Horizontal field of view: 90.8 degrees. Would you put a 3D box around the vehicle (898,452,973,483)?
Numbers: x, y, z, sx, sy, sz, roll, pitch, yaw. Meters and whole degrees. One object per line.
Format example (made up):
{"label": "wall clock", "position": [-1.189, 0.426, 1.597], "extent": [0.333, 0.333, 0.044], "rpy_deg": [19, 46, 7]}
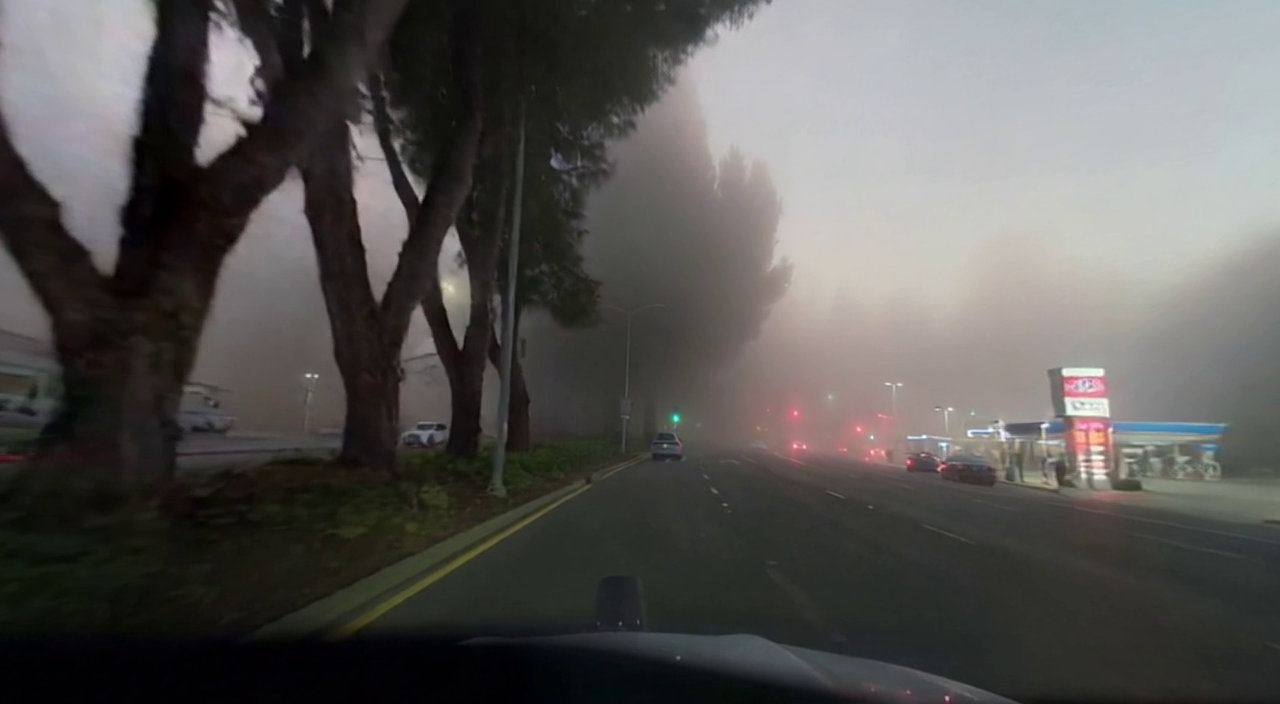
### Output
{"label": "vehicle", "position": [15.572, 6.066, 33.606], "extent": [2.099, 1.464, 4.615], "rpy_deg": [-1, -8, 5]}

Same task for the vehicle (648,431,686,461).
{"label": "vehicle", "position": [1.633, 5.557, 37.246], "extent": [2.055, 1.655, 4.204], "rpy_deg": [0, -8, 4]}

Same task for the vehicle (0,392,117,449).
{"label": "vehicle", "position": [-22.763, 2.511, 22.917], "extent": [5.480, 1.887, 2.376], "rpy_deg": [0, -9, 4]}

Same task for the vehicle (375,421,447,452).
{"label": "vehicle", "position": [-11.611, 4.378, 32.408], "extent": [2.027, 1.486, 4.105], "rpy_deg": [0, -8, 2]}
